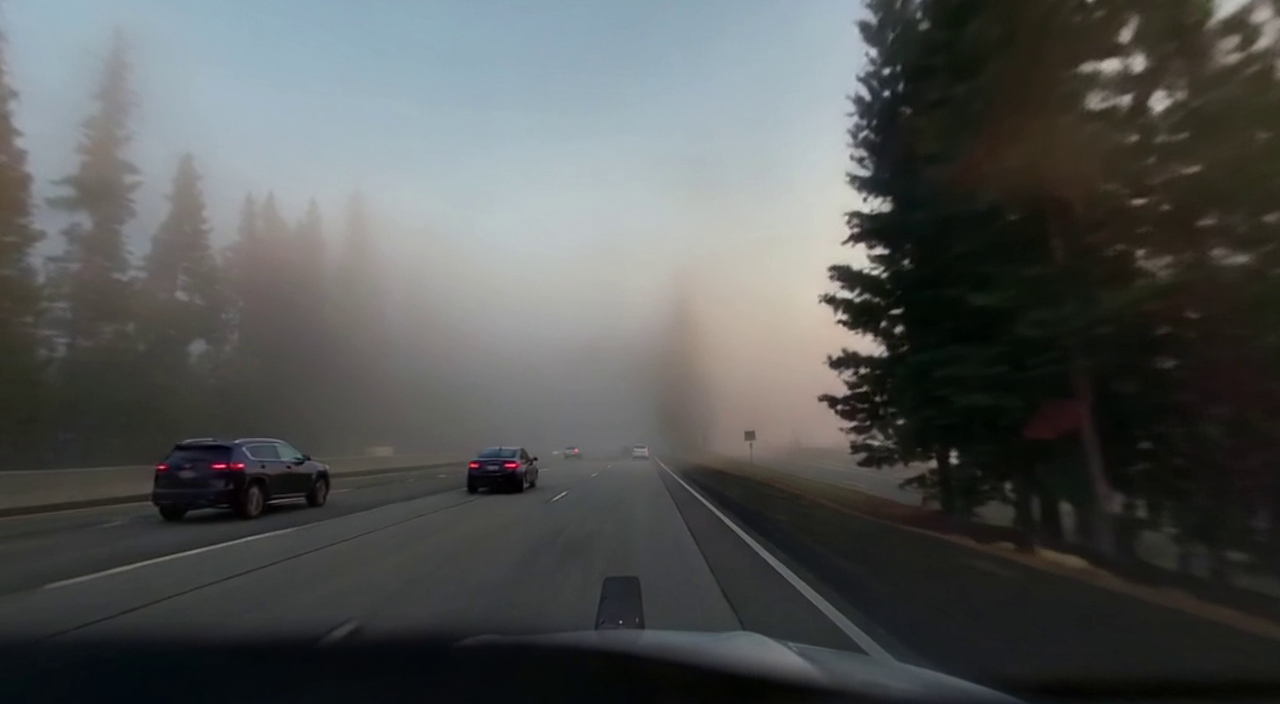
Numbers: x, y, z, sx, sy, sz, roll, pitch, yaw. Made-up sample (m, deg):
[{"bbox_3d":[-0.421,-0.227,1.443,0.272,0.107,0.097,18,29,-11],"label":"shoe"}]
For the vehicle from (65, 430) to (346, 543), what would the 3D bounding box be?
[{"bbox_3d":[-7.292,2.273,11.260,2.007,1.616,4.141,0,-9,1],"label":"vehicle"}]

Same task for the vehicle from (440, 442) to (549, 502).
[{"bbox_3d":[-4.151,3.497,18.877,2.104,1.558,4.639,0,-9,1],"label":"vehicle"}]
